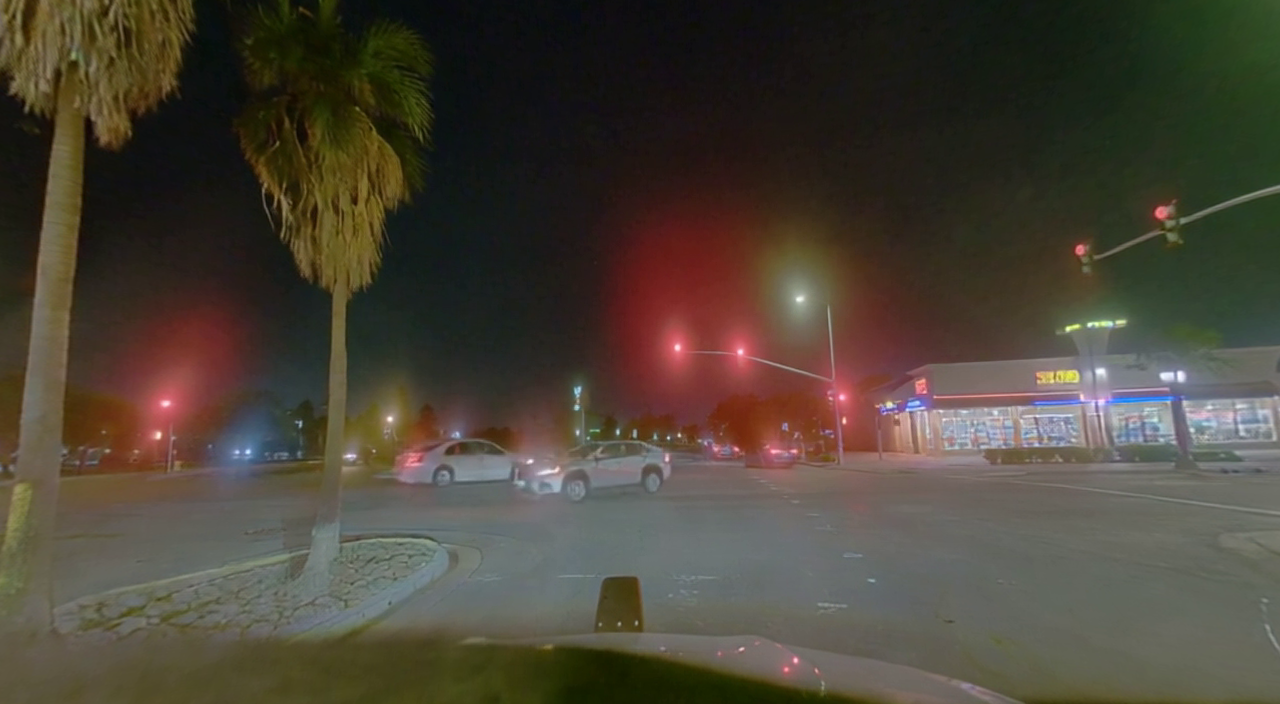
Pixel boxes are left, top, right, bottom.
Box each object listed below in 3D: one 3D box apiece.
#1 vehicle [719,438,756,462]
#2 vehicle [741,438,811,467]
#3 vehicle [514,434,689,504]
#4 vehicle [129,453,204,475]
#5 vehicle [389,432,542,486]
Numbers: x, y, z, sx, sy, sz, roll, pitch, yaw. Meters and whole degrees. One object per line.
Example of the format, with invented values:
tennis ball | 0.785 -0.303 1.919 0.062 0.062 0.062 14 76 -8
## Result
vehicle | 7.140 7.235 46.612 1.867 1.653 4.596 0 -9 -2
vehicle | 7.639 5.700 35.800 1.890 1.572 3.826 4 -9 -26
vehicle | -0.895 2.861 15.833 4.035 1.512 1.828 7 -11 -38
vehicle | -37.204 8.802 49.607 2.160 1.565 4.868 0 -8 -1
vehicle | -5.903 3.629 21.611 4.603 1.653 1.999 6 -11 -37
